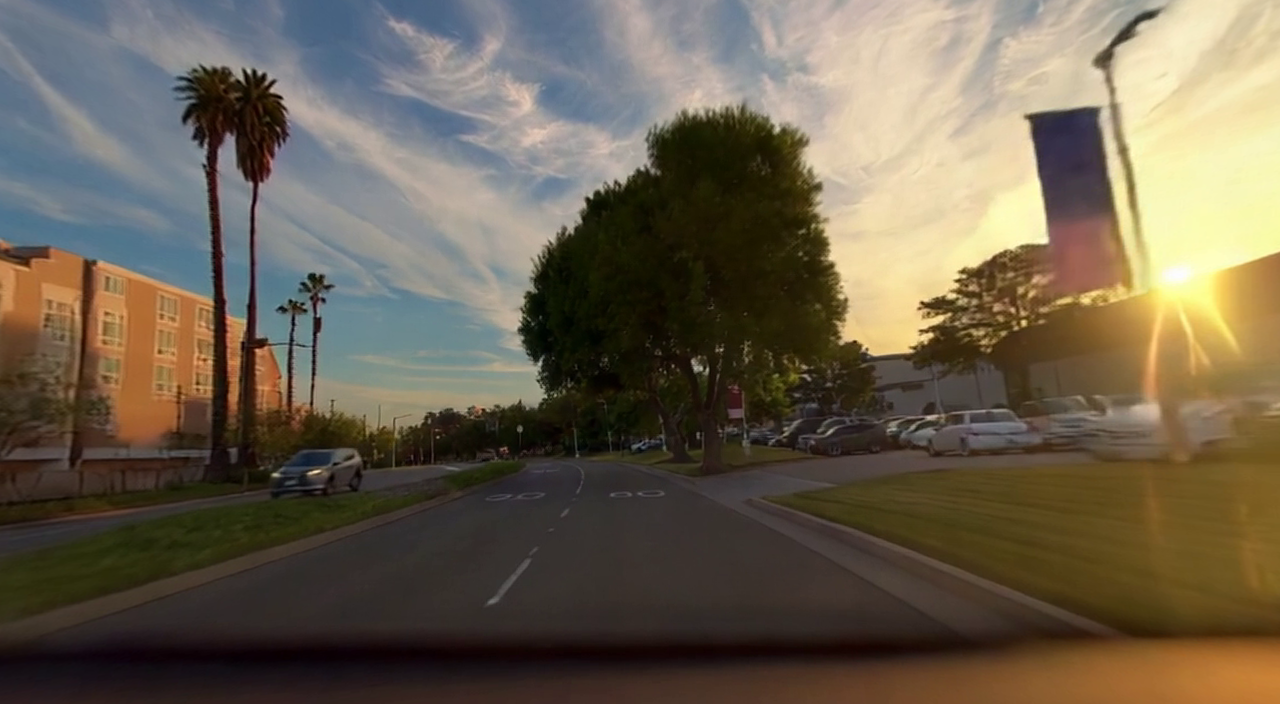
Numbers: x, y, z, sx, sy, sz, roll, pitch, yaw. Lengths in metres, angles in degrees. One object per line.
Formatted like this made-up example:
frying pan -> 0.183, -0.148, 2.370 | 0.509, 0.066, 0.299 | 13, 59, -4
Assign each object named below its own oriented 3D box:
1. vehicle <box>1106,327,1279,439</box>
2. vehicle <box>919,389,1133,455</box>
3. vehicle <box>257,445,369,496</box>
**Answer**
vehicle -> 10.808, 0.608, 10.562 | 4.142, 1.669, 2.194 | 0, -9, 0
vehicle -> 10.387, 1.949, 17.197 | 4.423, 1.662, 2.097 | 0, -9, 0
vehicle -> -13.744, 4.954, 26.808 | 2.239, 1.955, 5.017 | 0, -9, -3
